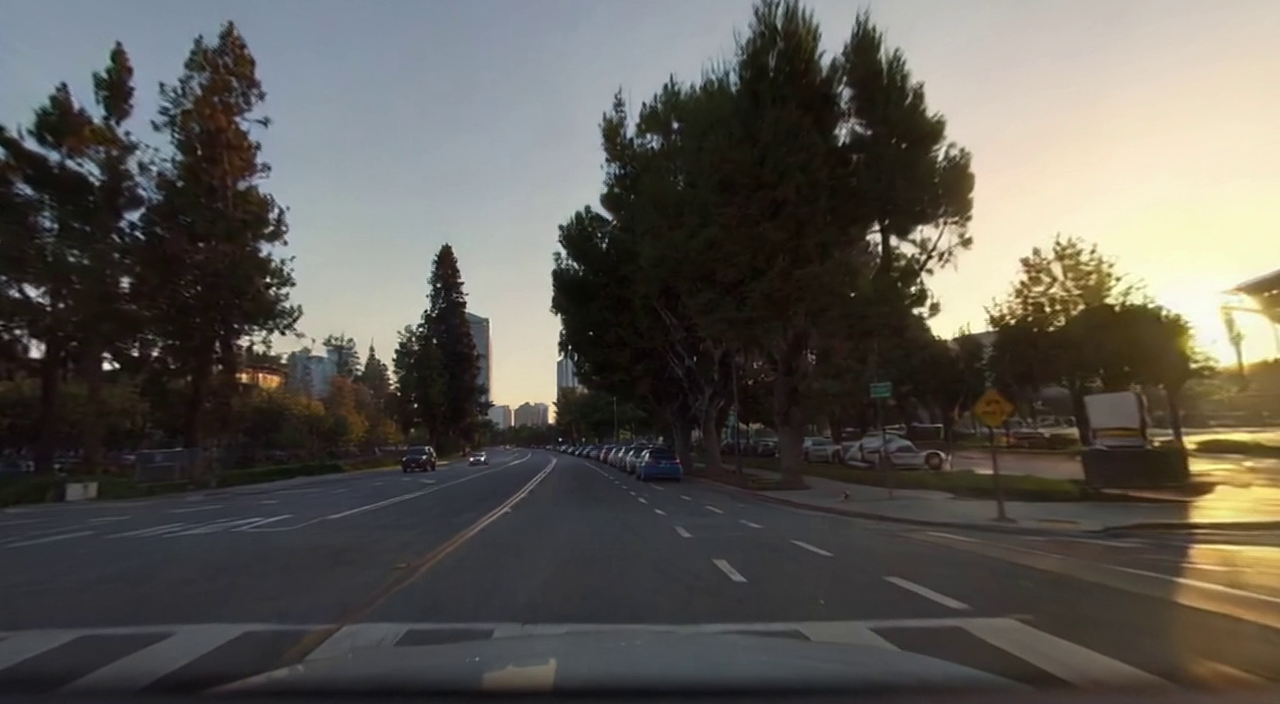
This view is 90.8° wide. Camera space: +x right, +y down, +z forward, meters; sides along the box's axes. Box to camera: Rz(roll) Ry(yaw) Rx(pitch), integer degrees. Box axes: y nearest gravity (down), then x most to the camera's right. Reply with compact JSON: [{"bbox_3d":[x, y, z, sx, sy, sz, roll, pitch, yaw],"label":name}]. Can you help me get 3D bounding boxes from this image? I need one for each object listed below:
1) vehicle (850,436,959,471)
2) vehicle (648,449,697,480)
[{"bbox_3d":[12.137,4.678,29.152,4.201,1.546,1.749,0,-8,-5],"label":"vehicle"},{"bbox_3d":[1.638,5.892,33.352,1.866,1.492,4.093,1,-8,-7],"label":"vehicle"}]
